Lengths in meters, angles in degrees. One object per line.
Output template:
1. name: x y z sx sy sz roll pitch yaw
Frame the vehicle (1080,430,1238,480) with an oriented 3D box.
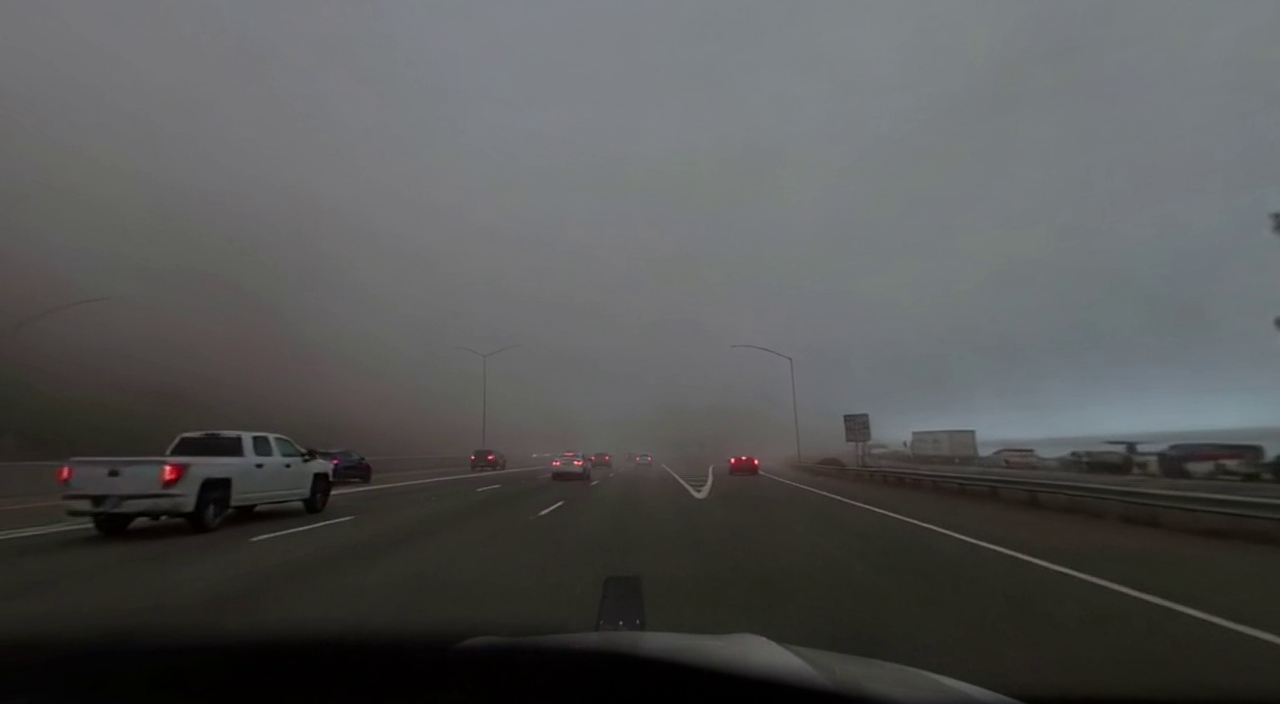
1. vehicle: 24.428 4.902 30.159 2.456 2.117 6.561 -1 -9 5

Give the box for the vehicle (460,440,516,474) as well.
1. vehicle: -10.683 7.424 44.843 2.442 2.191 5.760 0 -9 1

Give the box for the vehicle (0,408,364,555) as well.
1. vehicle: -7.304 2.090 10.973 2.250 1.870 5.647 0 -9 2

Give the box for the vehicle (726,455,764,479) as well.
1. vehicle: 7.160 7.886 43.375 2.153 1.510 4.646 0 -9 4

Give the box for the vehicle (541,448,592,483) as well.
1. vehicle: -3.910 6.127 34.360 2.132 1.708 4.571 0 -9 1

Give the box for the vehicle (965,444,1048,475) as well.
1. vehicle: 21.992 6.443 38.102 2.097 1.692 5.148 -1 -8 3
